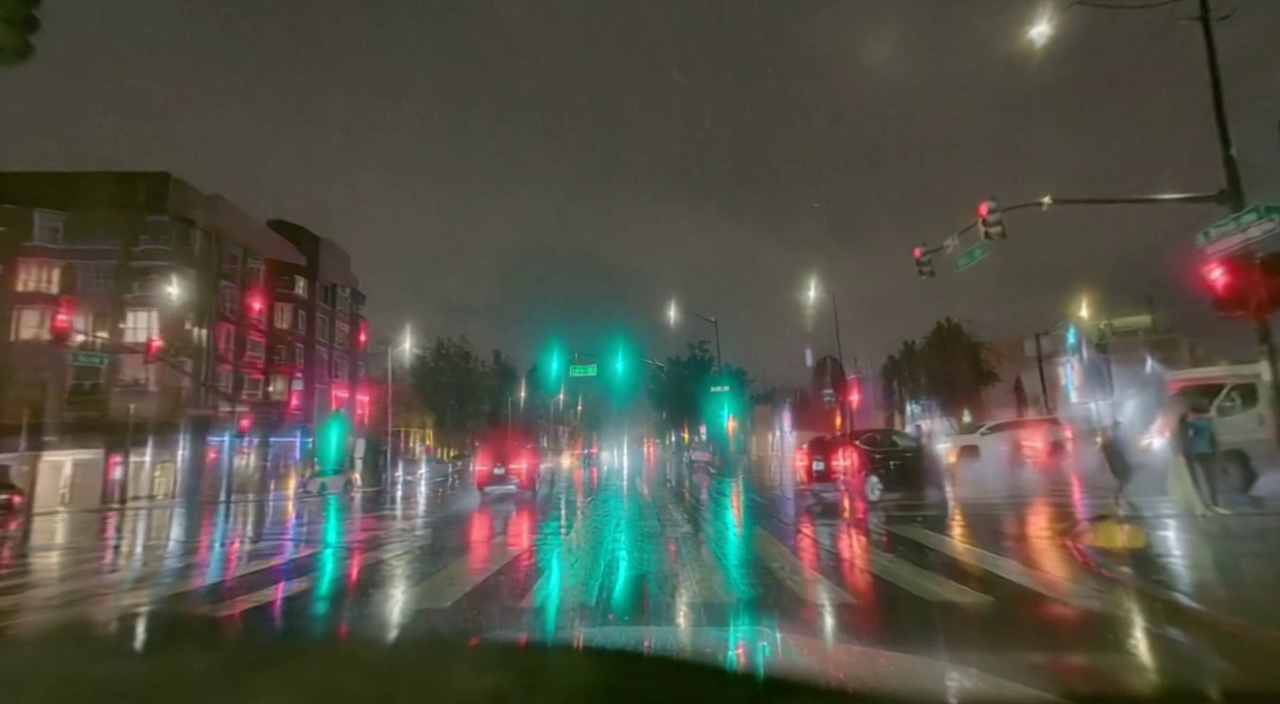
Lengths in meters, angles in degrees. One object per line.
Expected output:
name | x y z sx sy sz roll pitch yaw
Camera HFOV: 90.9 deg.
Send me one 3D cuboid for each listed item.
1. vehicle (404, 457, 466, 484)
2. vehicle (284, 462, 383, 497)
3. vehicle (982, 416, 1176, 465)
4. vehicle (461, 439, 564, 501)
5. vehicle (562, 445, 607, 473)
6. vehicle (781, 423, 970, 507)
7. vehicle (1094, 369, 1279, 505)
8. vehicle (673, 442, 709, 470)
vehicle | -12.349 7.154 38.312 1.934 1.434 4.636 -1 -8 4
vehicle | -15.257 6.352 31.687 1.999 1.466 4.535 -2 -9 14
vehicle | 13.997 2.859 20.335 4.801 1.497 1.895 0 -8 0
vehicle | -3.376 3.192 17.420 1.973 1.496 3.713 0 -8 2
vehicle | -3.037 5.958 35.371 1.916 1.487 4.535 0 -8 2
vehicle | 5.206 2.353 13.599 2.153 1.480 4.540 -8 -11 43
vehicle | 11.957 1.537 11.465 5.523 2.219 2.251 0 -8 1
vehicle | 3.336 6.925 42.121 1.924 1.765 3.954 0 -8 -2
